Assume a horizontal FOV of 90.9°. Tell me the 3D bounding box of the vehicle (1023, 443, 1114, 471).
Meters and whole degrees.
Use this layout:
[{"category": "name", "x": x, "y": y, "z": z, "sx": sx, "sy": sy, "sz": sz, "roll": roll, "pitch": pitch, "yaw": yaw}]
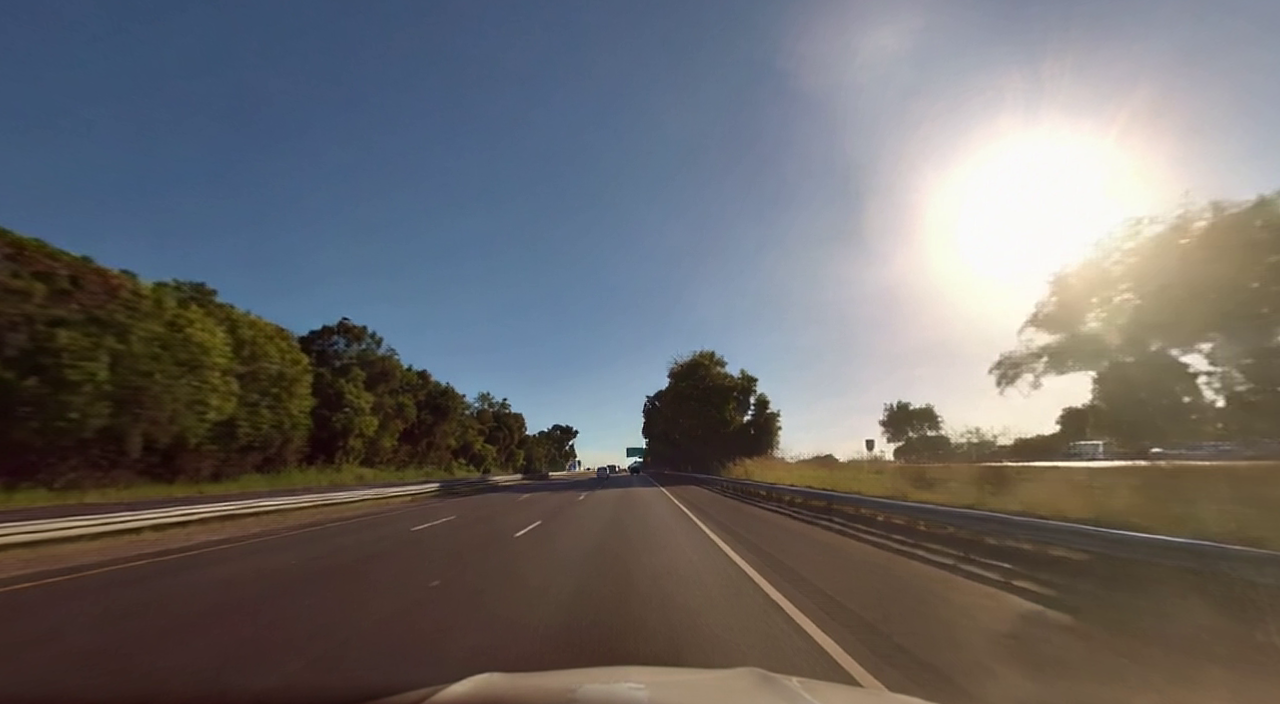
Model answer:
[{"category": "vehicle", "x": 28.133, "y": 6.930, "z": 41.515, "sx": 4.723, "sy": 1.688, "sz": 2.004, "roll": -6, "pitch": -12, "yaw": 32}]
